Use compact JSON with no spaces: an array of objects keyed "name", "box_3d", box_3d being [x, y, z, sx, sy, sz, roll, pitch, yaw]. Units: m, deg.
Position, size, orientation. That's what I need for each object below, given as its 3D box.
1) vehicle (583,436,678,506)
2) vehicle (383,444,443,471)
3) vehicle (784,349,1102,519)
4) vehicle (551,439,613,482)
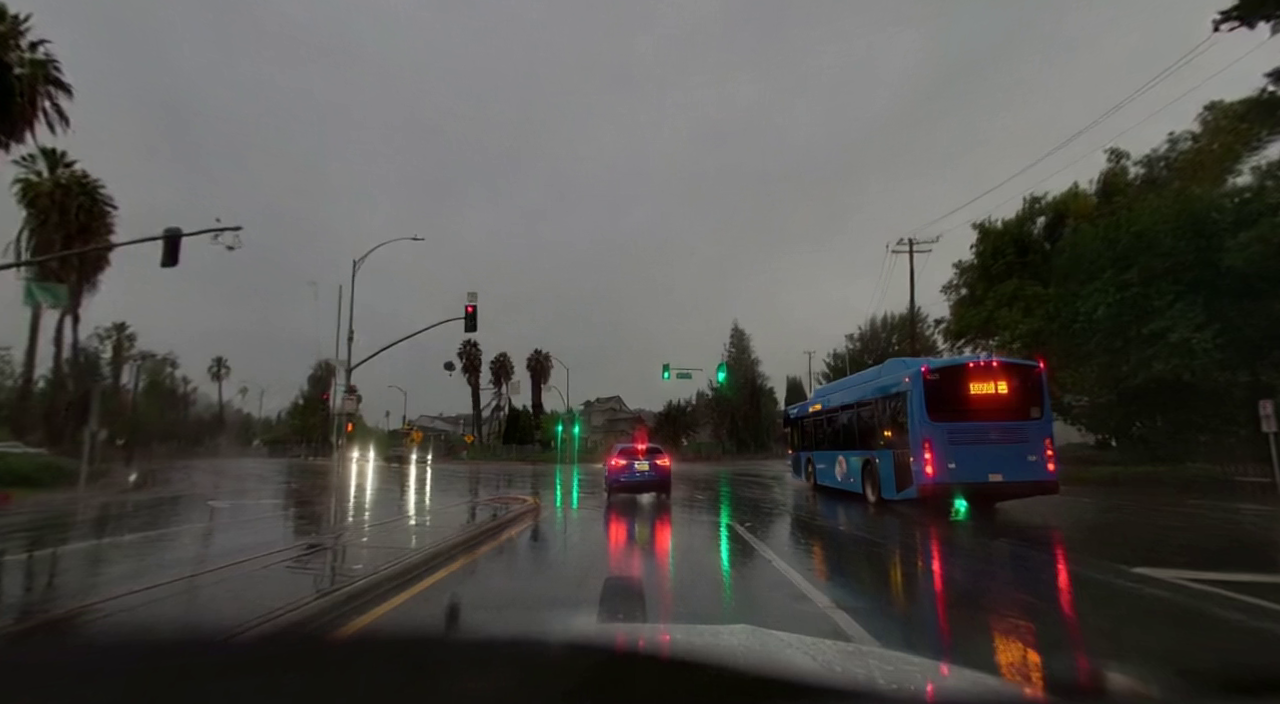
[{"name":"vehicle","box_3d":[-0.339,3.273,17.872,2.341,1.709,4.466,0,-9,-3]},{"name":"vehicle","box_3d":[-17.068,7.889,47.308,2.283,1.878,5.384,7,-11,-41]},{"name":"vehicle","box_3d":[7.884,2.726,20.227,3.483,3.546,13.998,0,-9,1]},{"name":"vehicle","box_3d":[-2.906,5.254,30.816,2.272,1.891,4.562,2,-9,-15]}]
